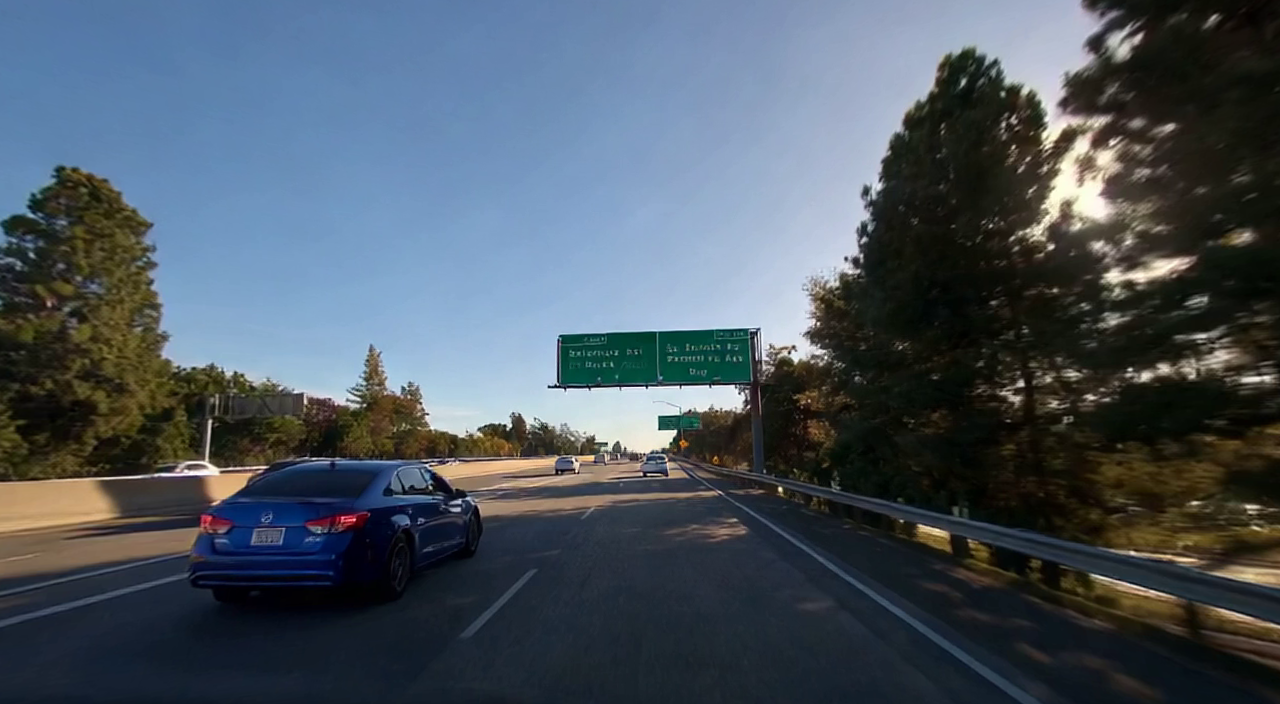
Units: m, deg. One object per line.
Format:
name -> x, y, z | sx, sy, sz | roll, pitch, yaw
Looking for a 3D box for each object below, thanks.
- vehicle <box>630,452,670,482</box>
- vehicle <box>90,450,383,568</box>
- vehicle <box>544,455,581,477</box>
vehicle -> 0.547, 6.268, 34.610 | 2.051, 1.443, 3.770 | -1, -8, 1
vehicle -> -6.367, 2.466, 10.753 | 2.075, 1.528, 4.327 | -1, -8, 1
vehicle -> -5.810, 8.593, 47.762 | 2.018, 1.519, 4.380 | -1, -8, 3
